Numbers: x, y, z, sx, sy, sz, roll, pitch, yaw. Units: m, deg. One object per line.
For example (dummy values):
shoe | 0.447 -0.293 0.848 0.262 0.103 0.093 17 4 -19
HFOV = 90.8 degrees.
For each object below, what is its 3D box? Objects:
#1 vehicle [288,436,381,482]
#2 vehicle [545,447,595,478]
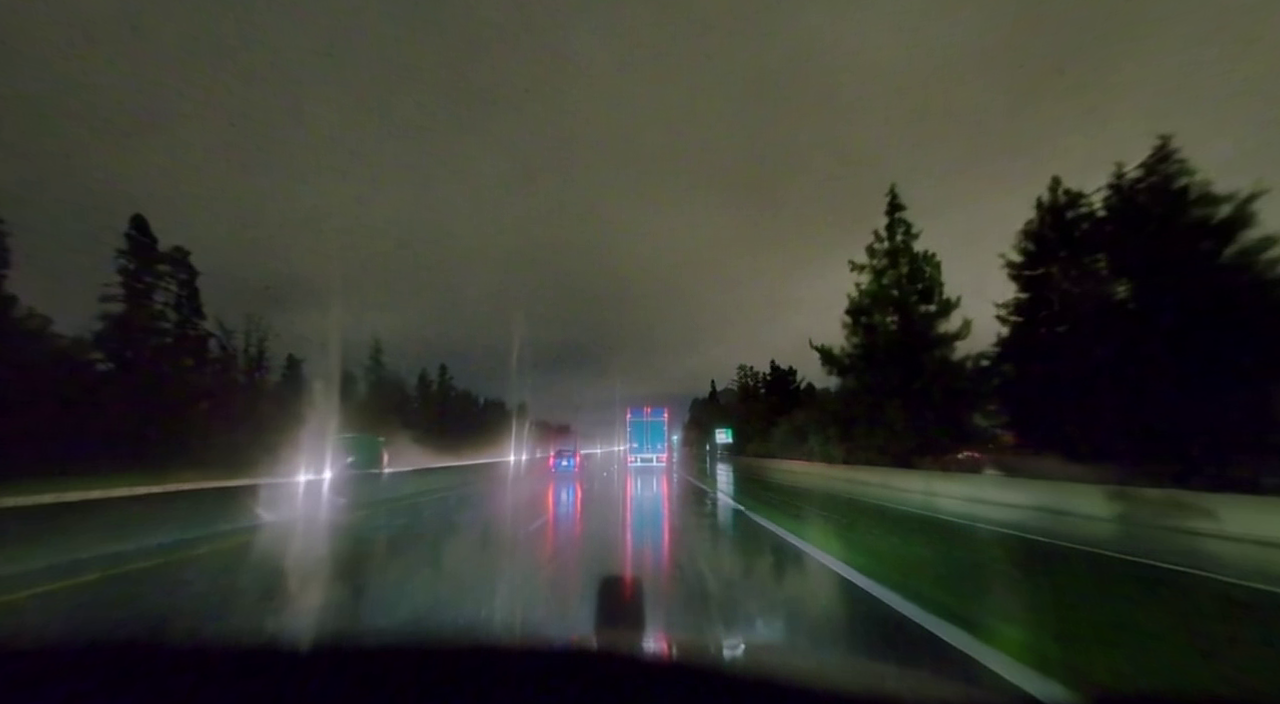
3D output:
vehicle | -17.494 6.159 36.559 2.252 2.427 6.092 -1 -9 0
vehicle | -3.448 5.520 31.800 1.955 1.438 4.100 -1 -9 1
